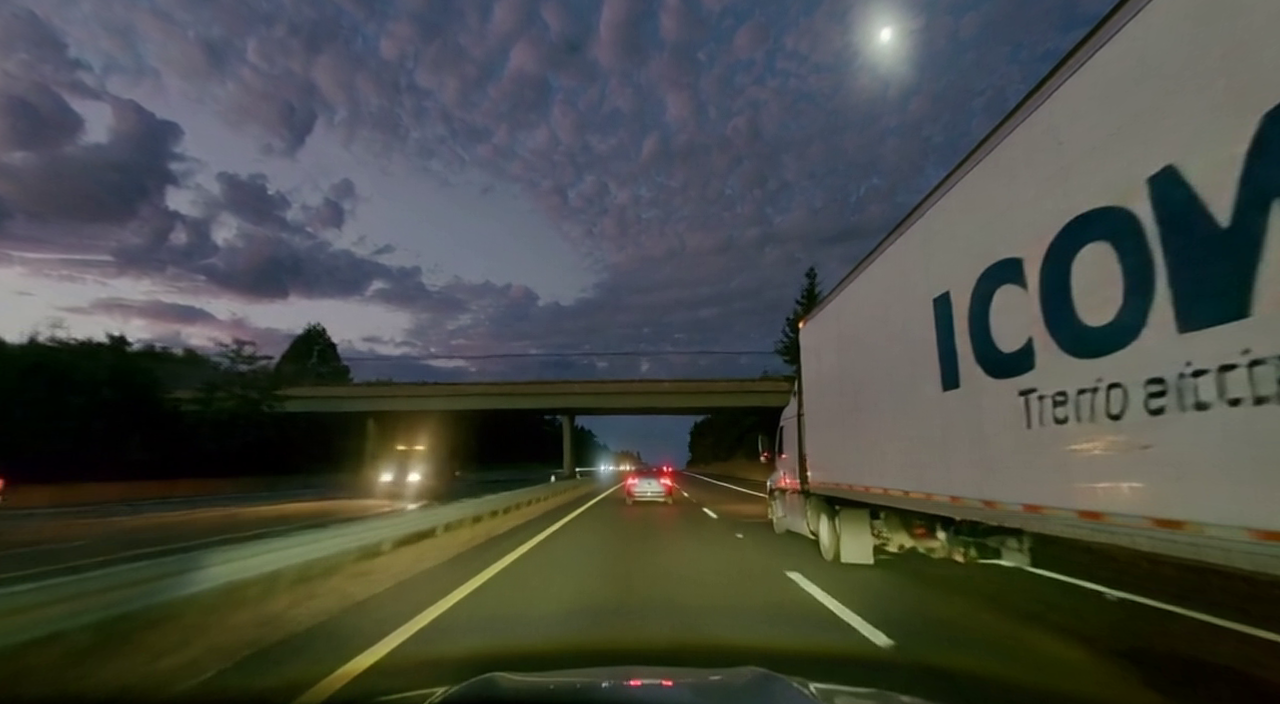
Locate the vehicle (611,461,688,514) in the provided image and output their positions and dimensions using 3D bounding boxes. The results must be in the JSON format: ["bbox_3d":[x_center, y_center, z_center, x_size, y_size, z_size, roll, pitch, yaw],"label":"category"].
[{"bbox_3d":[0.305,4.190,19.688,2.156,1.444,3.762,1,-10,1],"label":"vehicle"}]

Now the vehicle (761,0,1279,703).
[{"bbox_3d":[4.436,0.782,6.889,2.964,4.188,16.587,1,-10,0],"label":"vehicle"}]
